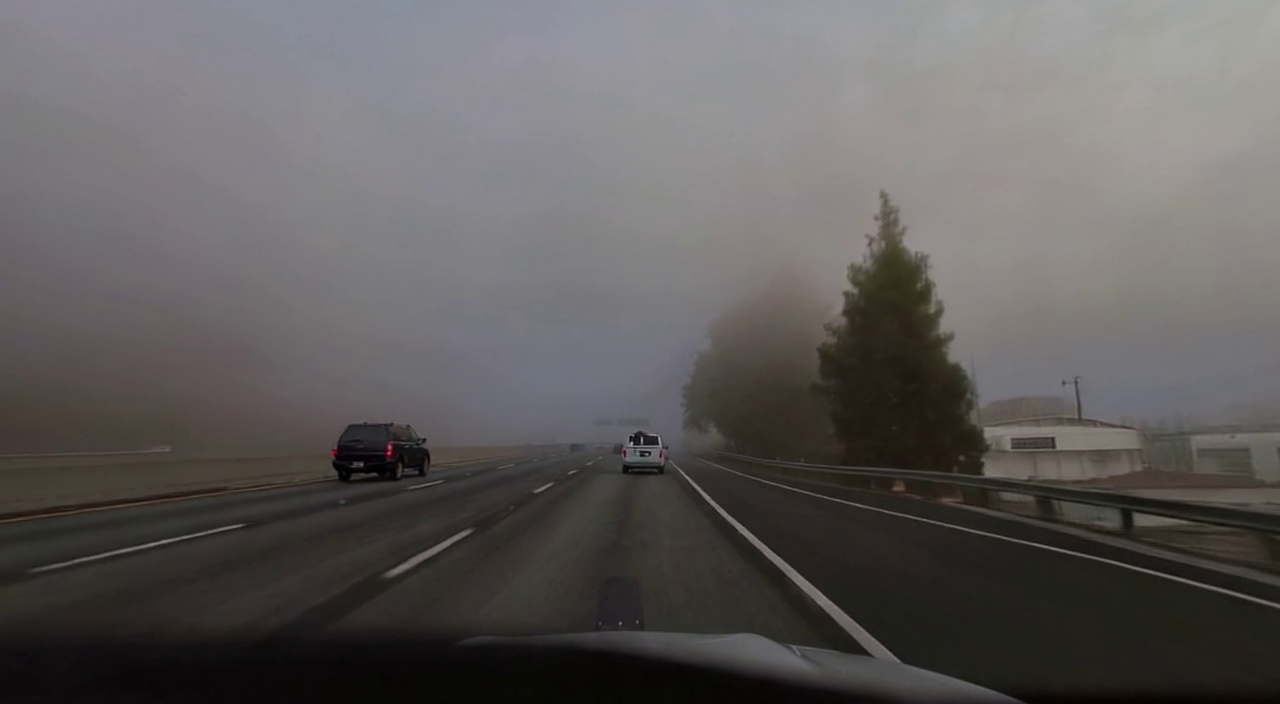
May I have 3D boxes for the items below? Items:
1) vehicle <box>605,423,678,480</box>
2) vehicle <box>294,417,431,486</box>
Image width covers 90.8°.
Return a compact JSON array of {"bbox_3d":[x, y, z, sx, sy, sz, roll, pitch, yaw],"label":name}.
[{"bbox_3d":[0.068,3.843,24.595,2.497,1.957,5.432,0,-9,0],"label":"vehicle"},{"bbox_3d":[-8.764,3.231,20.634,2.289,1.955,5.147,0,-9,-2],"label":"vehicle"}]
